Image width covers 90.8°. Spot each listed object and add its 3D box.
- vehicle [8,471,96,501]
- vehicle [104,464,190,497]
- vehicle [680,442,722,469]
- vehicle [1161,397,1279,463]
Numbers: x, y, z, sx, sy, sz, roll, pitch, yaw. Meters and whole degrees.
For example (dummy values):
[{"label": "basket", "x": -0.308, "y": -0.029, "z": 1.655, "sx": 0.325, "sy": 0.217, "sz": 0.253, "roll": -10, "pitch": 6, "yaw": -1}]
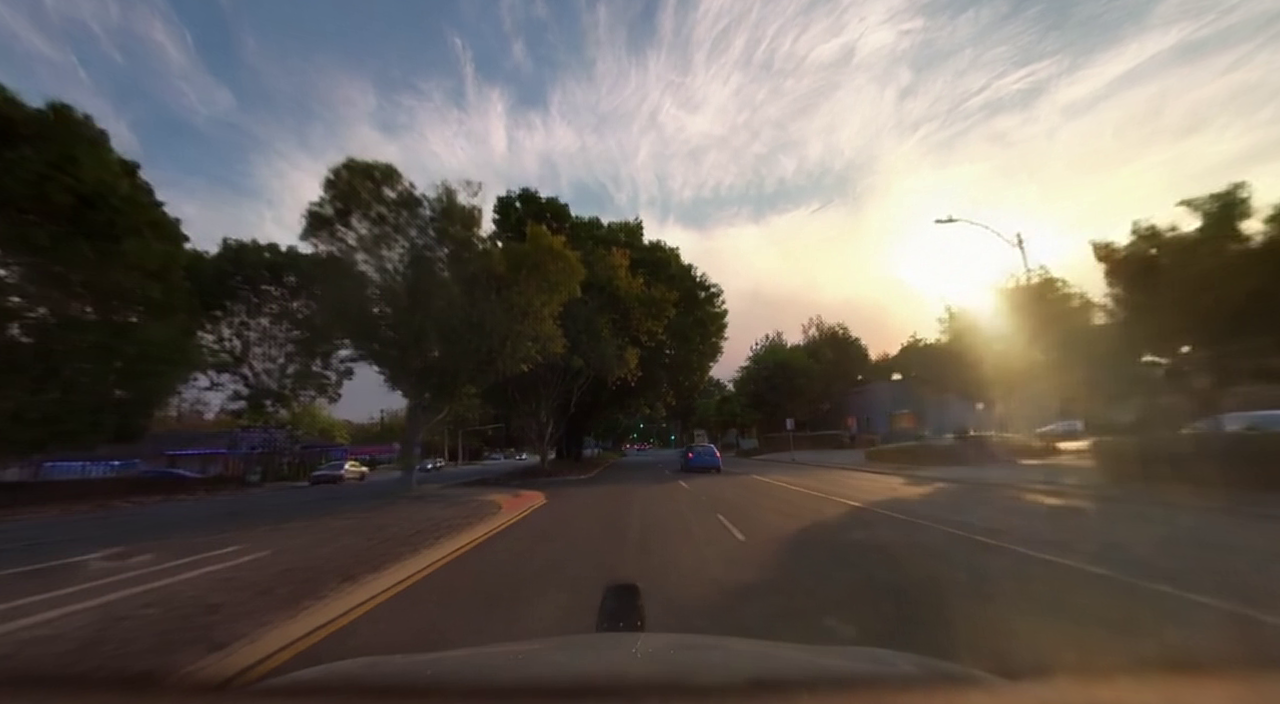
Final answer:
[{"label": "vehicle", "x": -34.147, "y": 7.761, "z": 36.810, "sx": 1.689, "sy": 1.434, "sz": 3.824, "roll": 1, "pitch": -8, "yaw": -6}, {"label": "vehicle", "x": -29.131, "y": 7.561, "z": 37.511, "sx": 1.943, "sy": 1.647, "sz": 4.077, "roll": -3, "pitch": -9, "yaw": -3}, {"label": "vehicle", "x": 3.432, "y": 5.937, "z": 36.398, "sx": 1.929, "sy": 1.411, "sz": 4.284, "roll": 0, "pitch": -8, "yaw": -1}, {"label": "vehicle", "x": 19.753, "y": 2.429, "z": 19.530, "sx": 2.247, "sy": 1.917, "sz": 5.791, "roll": 0, "pitch": -8, "yaw": -1}]
